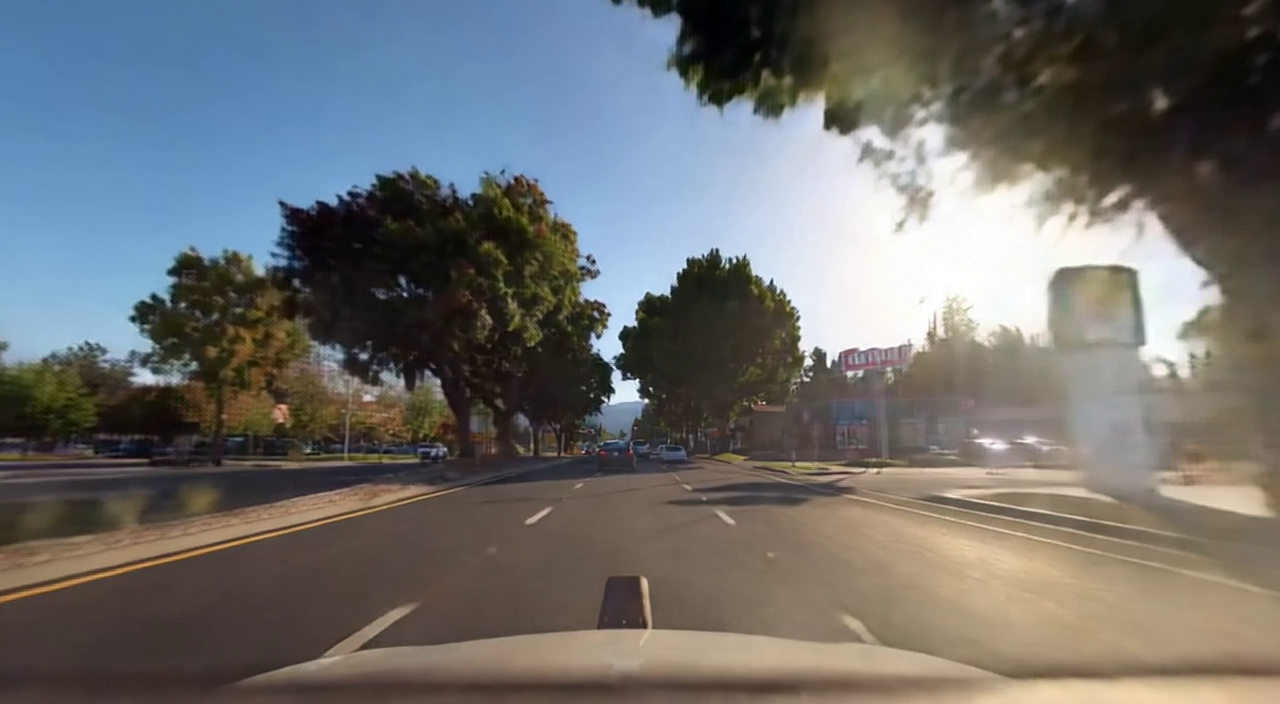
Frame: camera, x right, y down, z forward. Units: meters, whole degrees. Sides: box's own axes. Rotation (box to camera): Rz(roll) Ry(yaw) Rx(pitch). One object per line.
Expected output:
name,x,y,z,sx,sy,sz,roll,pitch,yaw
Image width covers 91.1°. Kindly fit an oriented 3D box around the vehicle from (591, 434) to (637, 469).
vehicle,-1.418,5.827,36.967,2.222,1.899,5.006,0,-8,3
